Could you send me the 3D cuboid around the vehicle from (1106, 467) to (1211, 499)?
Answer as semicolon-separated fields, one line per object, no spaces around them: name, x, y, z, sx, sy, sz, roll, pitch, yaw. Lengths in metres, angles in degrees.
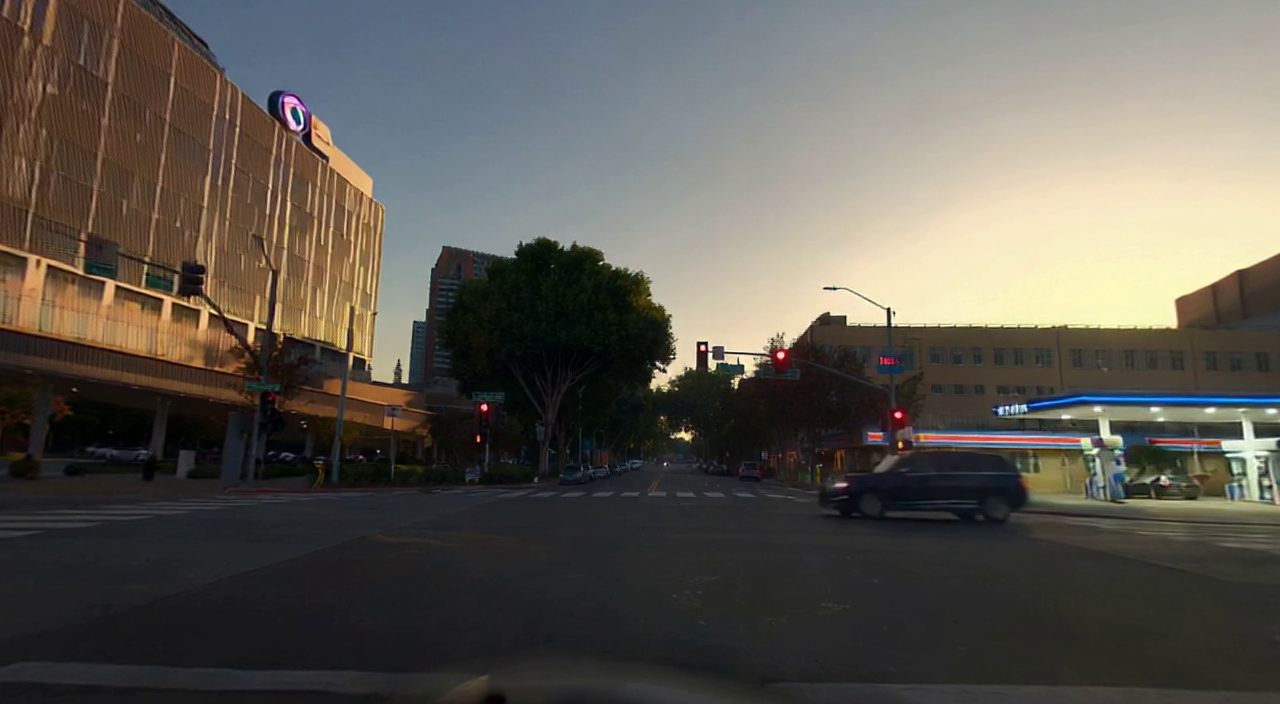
vehicle;28.046;7.066;34.305;1.897;1.466;4.211;1;-8;-4

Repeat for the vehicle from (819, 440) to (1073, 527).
vehicle;6.533;2.834;13.905;4.556;1.743;1.938;0;-8;0
